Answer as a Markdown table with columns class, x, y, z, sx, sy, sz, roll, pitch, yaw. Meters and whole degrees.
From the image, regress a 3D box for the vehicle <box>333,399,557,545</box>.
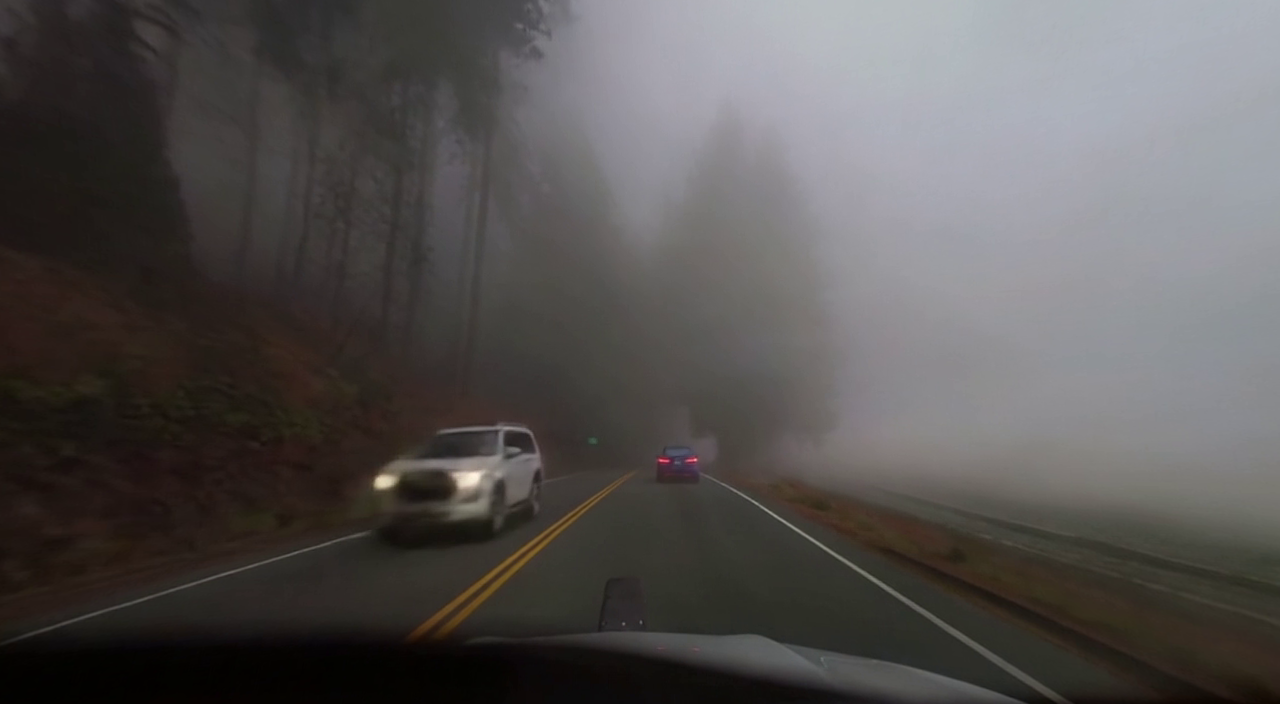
| class | x | y | z | sx | sy | sz | roll | pitch | yaw |
| --- | --- | --- | --- | --- | --- | --- | --- | --- | --- |
| vehicle | -2.957 | 1.951 | 10.835 | 2.291 | 1.975 | 4.308 | 0 | -8 | 2 |

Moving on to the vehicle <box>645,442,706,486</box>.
| class | x | y | z | sx | sy | sz | roll | pitch | yaw |
| --- | --- | --- | --- | --- | --- | --- | --- | --- | --- |
| vehicle | 1.389 | 4.476 | 25.572 | 2.274 | 1.583 | 4.349 | 0 | -8 | 2 |
